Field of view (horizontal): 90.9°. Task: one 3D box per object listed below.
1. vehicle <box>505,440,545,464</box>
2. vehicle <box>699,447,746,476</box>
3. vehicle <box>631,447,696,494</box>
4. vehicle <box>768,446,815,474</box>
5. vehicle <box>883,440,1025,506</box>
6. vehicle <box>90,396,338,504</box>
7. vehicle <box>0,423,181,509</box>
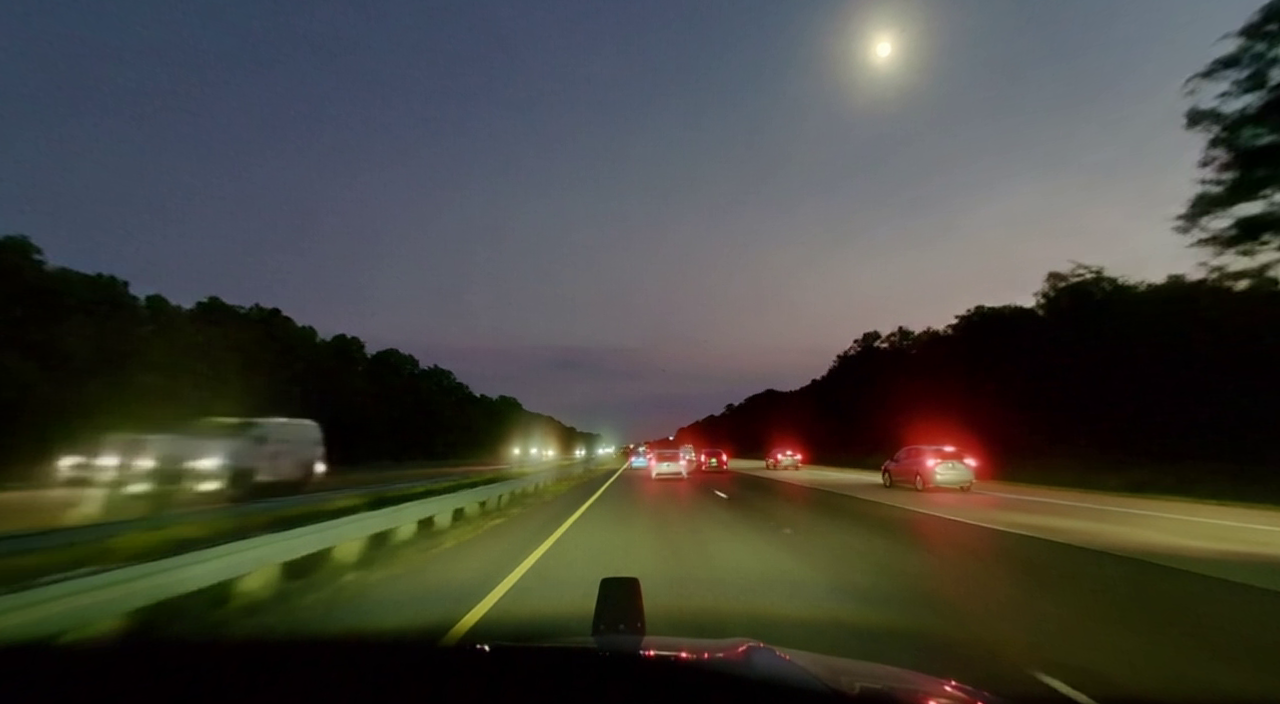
[{"bbox_3d":[-8.347,7.338,46.139,2.039,1.648,4.621,-1,-9,1],"label":"vehicle"},{"bbox_3d":[4.496,6.039,34.912,1.981,1.518,4.029,0,-9,0],"label":"vehicle"},{"bbox_3d":[0.740,3.980,21.480,2.020,1.426,3.702,0,-9,0],"label":"vehicle"},{"bbox_3d":[9.306,6.652,39.039,1.957,1.594,3.632,0,-9,0],"label":"vehicle"},{"bbox_3d":[8.249,3.191,17.014,1.847,1.554,3.752,0,-9,0],"label":"vehicle"},{"bbox_3d":[-8.733,2.108,13.604,2.055,1.897,4.576,0,-9,1],"label":"vehicle"},{"bbox_3d":[-12.510,2.437,13.780,1.835,1.583,4.021,0,-9,0],"label":"vehicle"}]
